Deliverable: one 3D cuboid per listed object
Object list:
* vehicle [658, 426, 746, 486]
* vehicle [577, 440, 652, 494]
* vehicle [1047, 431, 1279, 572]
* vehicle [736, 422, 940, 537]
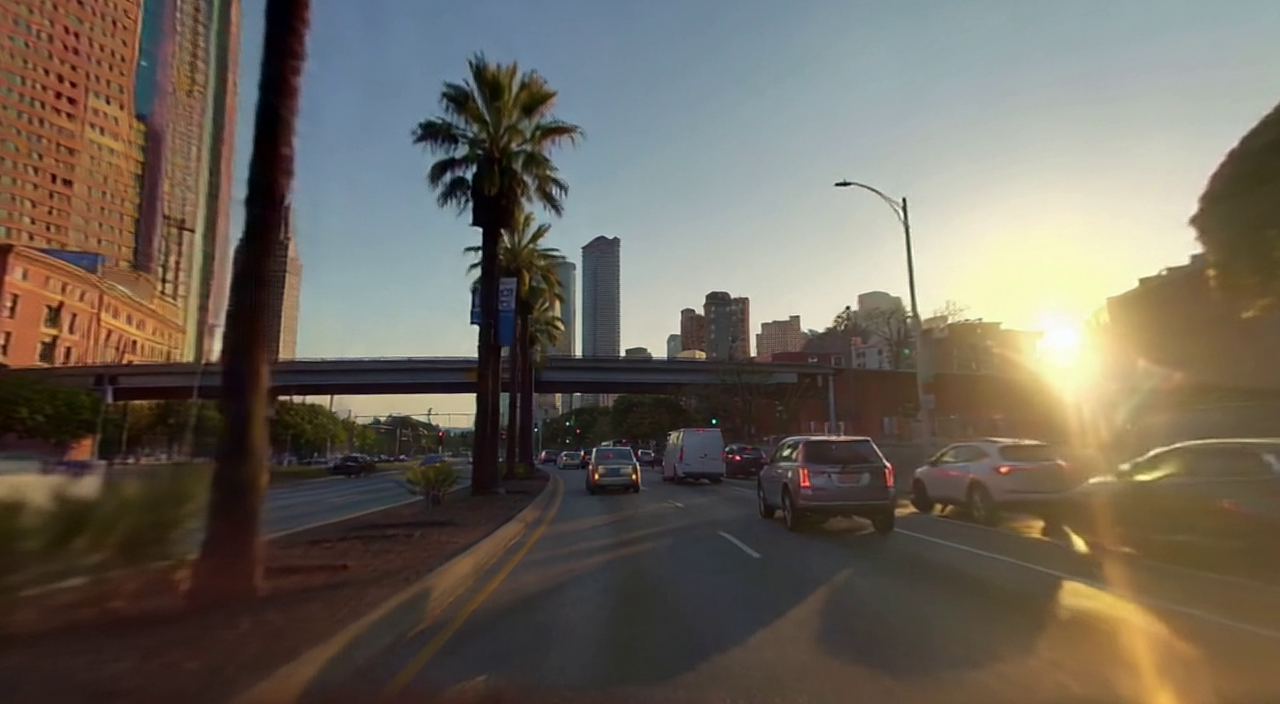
[{"bbox_3d":[2.352,4.213,25.800,2.434,2.171,5.098,1,-9,-8],"label":"vehicle"},{"bbox_3d":[-1.024,3.922,21.961,2.332,1.625,4.933,1,-9,-6],"label":"vehicle"},{"bbox_3d":[7.802,1.743,7.778,2.209,1.480,4.725,0,-9,-4],"label":"vehicle"},{"bbox_3d":[3.298,2.223,11.637,2.151,1.695,4.258,0,-9,-3],"label":"vehicle"}]
